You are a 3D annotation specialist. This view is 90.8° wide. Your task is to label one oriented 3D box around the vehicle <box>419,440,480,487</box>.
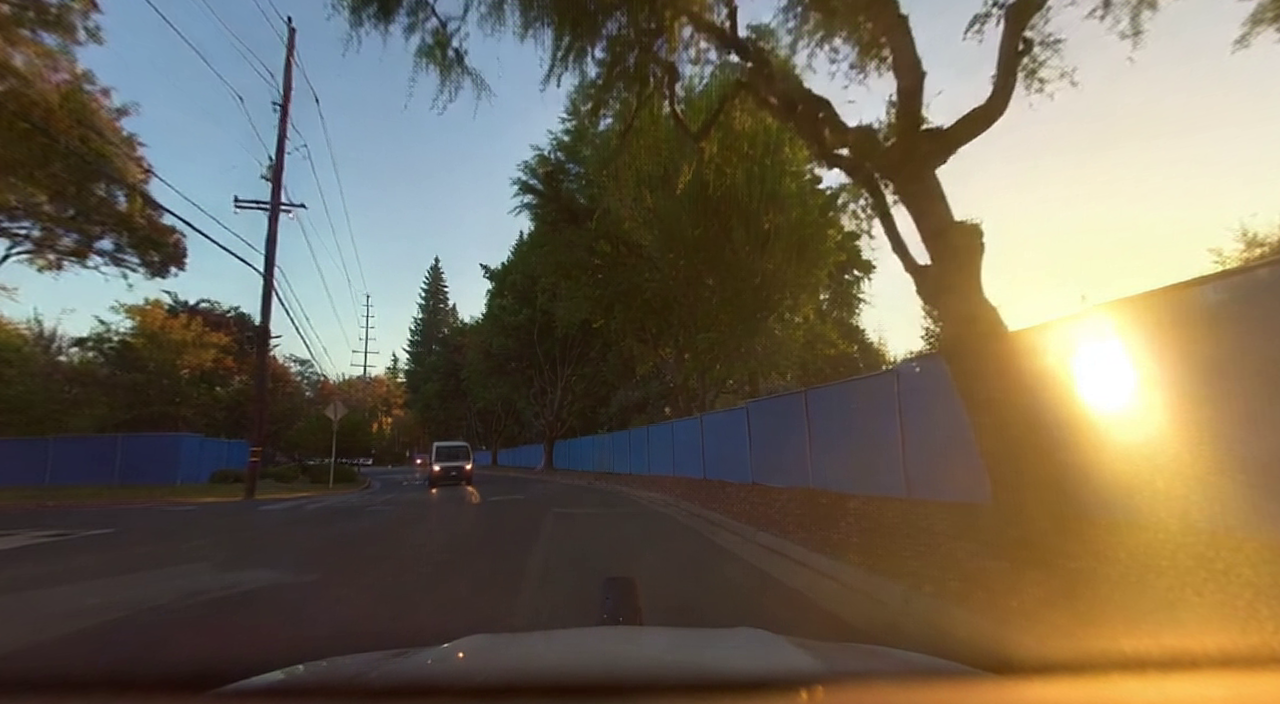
[{"bbox_3d":[-8.364,4.904,28.079,2.185,1.901,4.177,2,-9,-12],"label":"vehicle"}]
